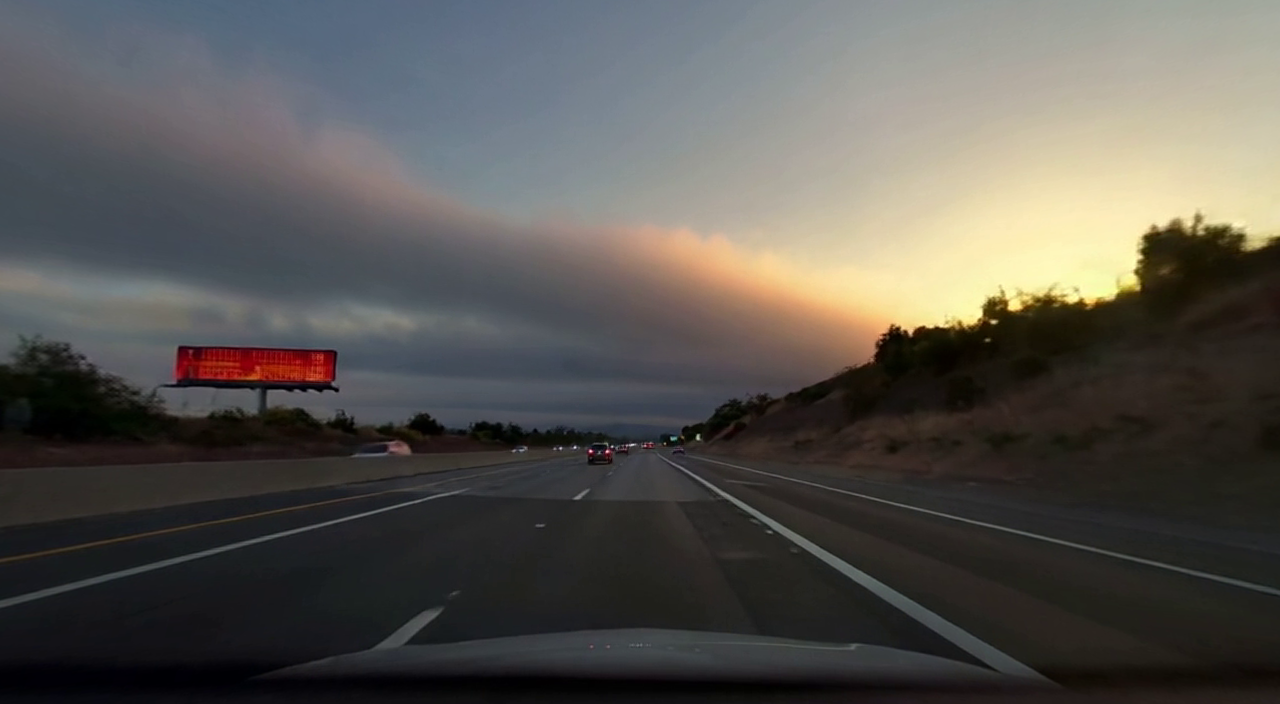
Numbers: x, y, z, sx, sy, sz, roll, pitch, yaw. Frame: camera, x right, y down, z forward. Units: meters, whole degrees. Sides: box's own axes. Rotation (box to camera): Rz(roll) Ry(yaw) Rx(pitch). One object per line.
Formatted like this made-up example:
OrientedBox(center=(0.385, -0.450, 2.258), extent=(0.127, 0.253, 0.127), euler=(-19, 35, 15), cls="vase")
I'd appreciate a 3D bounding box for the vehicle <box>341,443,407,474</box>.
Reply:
OrientedBox(center=(-16.201, 6.475, 38.754), extent=(1.977, 1.763, 4.611), euler=(0, -8, 1), cls="vehicle")
